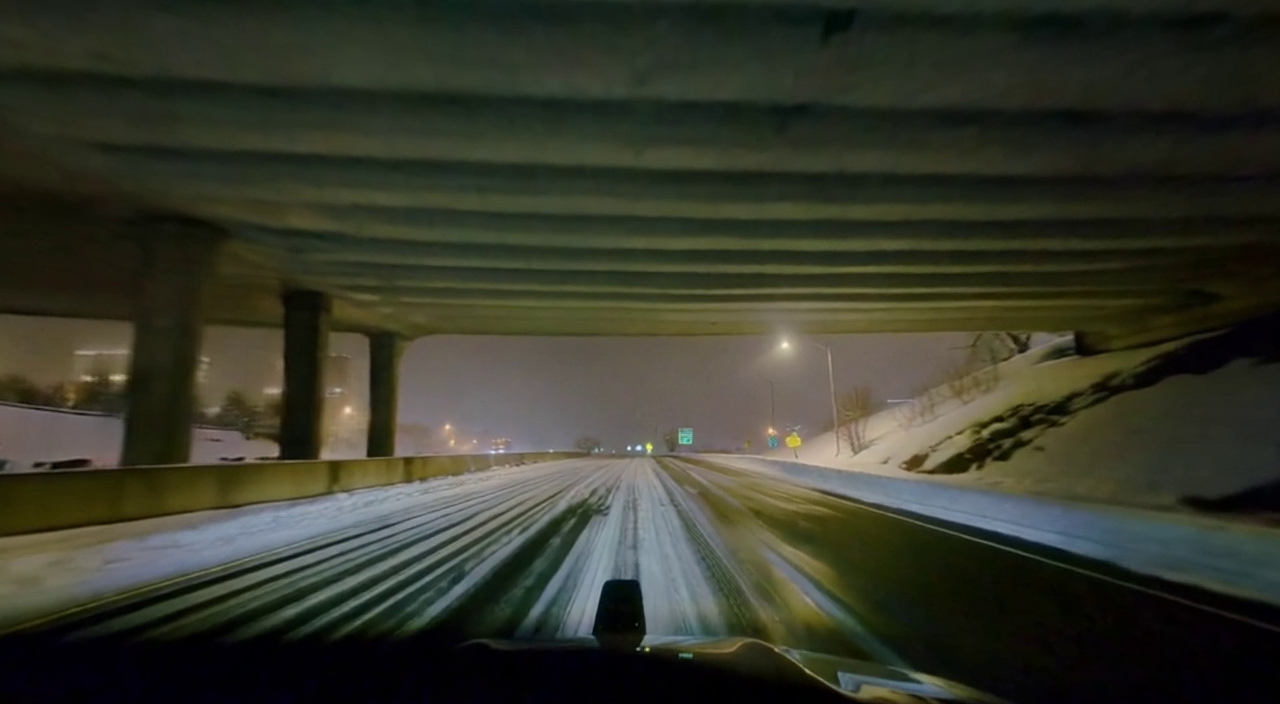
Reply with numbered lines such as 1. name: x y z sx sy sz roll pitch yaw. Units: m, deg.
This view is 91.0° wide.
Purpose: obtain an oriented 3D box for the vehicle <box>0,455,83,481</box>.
1. vehicle: -44.672 8.490 46.308 1.940 1.679 5.946 0 -9 0
